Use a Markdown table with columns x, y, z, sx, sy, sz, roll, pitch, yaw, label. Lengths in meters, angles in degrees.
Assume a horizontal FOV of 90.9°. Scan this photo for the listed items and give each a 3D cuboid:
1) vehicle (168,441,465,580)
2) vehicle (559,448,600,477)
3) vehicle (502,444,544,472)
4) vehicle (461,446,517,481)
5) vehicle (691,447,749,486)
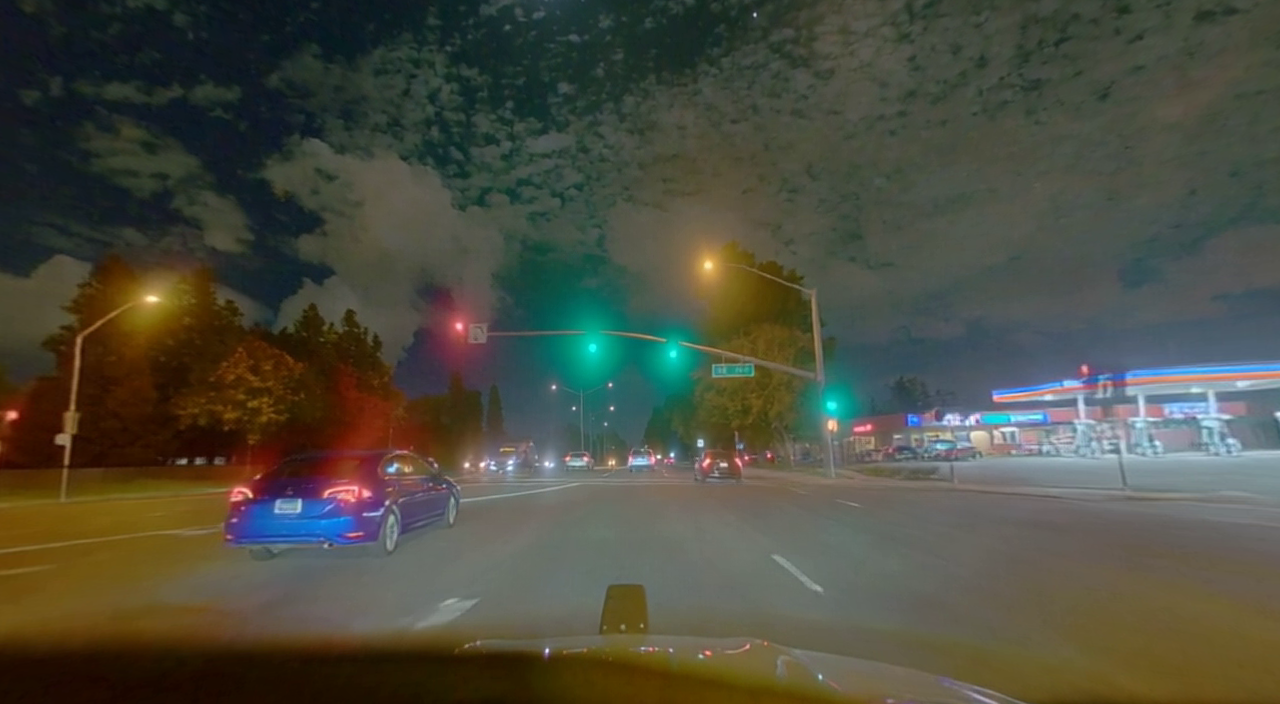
| x | y | z | sx | sy | sz | roll | pitch | yaw | label |
| --- | --- | --- | --- | --- | --- | --- | --- | --- | --- |
| -4.105 | 2.035 | 9.031 | 1.803 | 1.463 | 4.422 | 0 | -8 | 2 | vehicle |
| -3.330 | 6.174 | 35.480 | 1.841 | 1.474 | 4.038 | 0 | -8 | 1 | vehicle |
| -8.475 | 7.709 | 46.316 | 2.370 | 1.909 | 5.431 | 0 | -8 | -4 | vehicle |
| -8.262 | 6.106 | 34.919 | 1.922 | 1.660 | 4.332 | -3 | -8 | 2 | vehicle |
| 3.266 | 4.766 | 26.504 | 1.883 | 1.465 | 3.975 | 0 | -8 | -1 | vehicle |
